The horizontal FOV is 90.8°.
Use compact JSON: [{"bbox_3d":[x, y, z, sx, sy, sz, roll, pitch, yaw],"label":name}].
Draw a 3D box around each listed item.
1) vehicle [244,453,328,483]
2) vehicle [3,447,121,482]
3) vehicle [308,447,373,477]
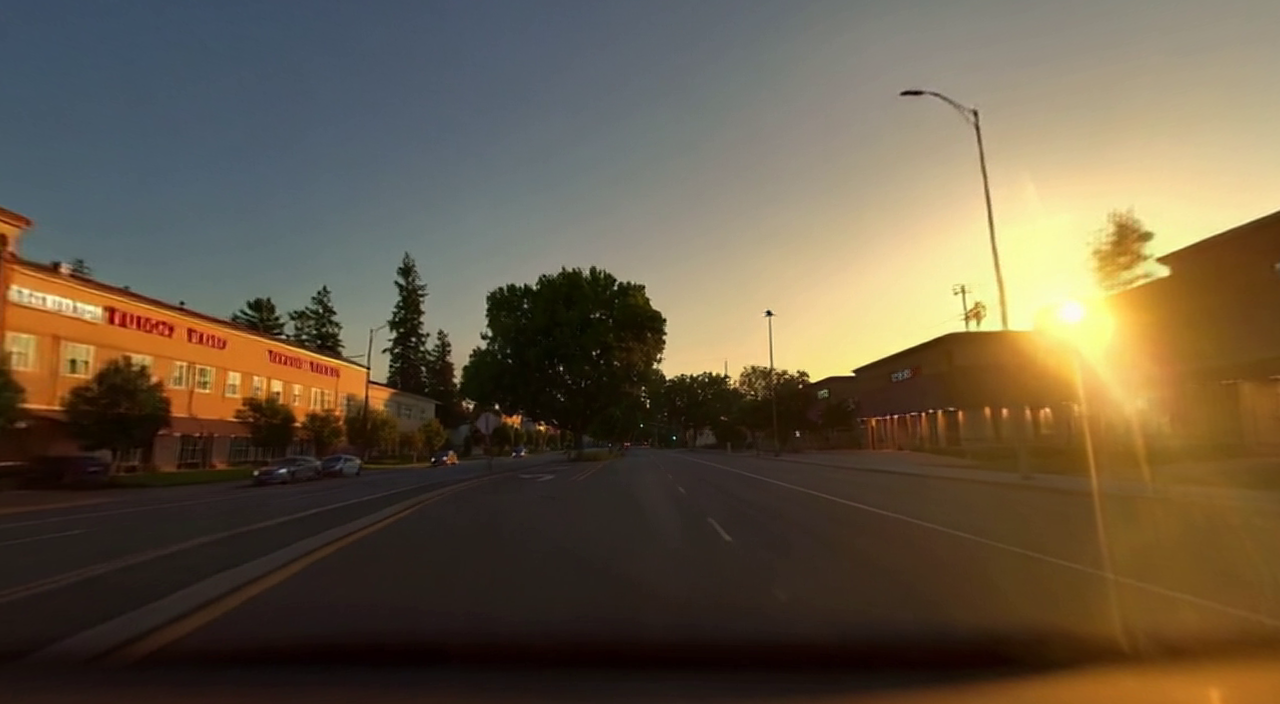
[{"bbox_3d":[-19.139,6.268,34.432,1.925,1.485,4.821,0,-8,-1],"label":"vehicle"},{"bbox_3d":[-28.523,5.552,31.392,2.008,1.594,4.100,0,-8,-2],"label":"vehicle"},{"bbox_3d":[-19.239,7.052,40.775,1.976,1.766,4.677,0,-9,-1],"label":"vehicle"}]
